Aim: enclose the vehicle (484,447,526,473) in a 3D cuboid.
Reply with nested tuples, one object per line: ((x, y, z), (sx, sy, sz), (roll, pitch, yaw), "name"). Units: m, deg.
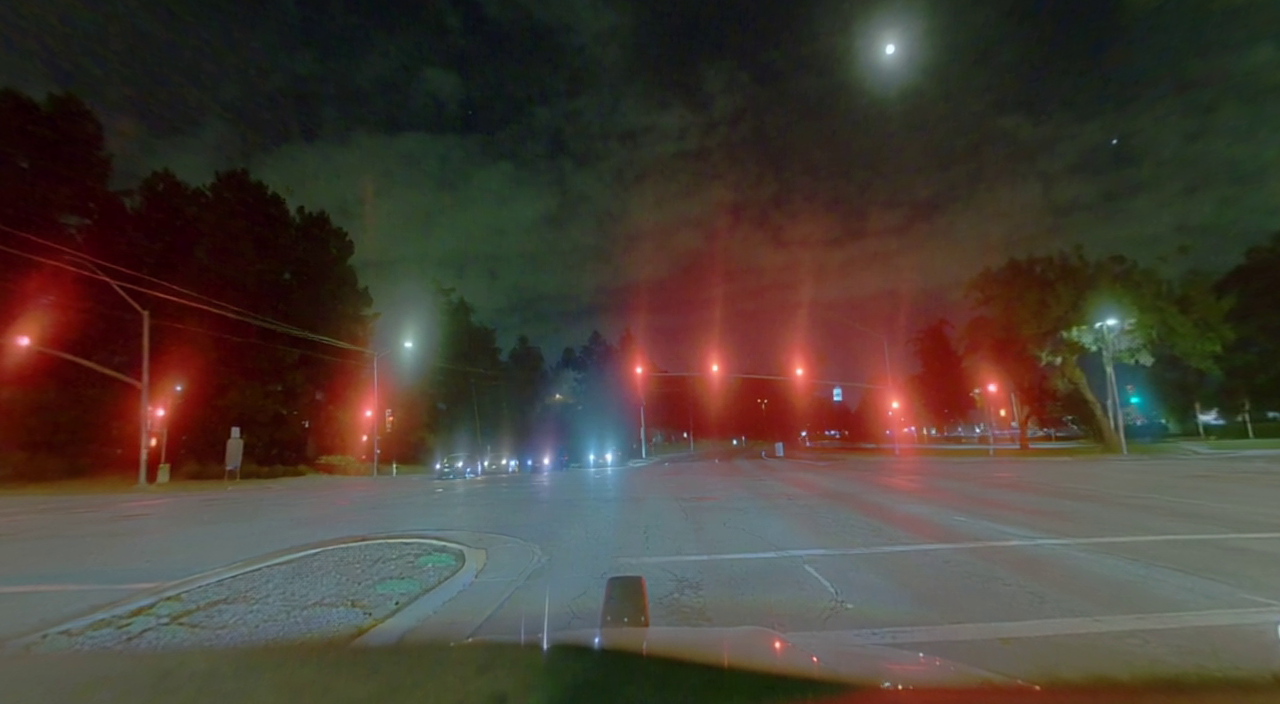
((-9.785, 7.836, 45.955), (2.064, 1.725, 4.243), (0, -9, 1), "vehicle")

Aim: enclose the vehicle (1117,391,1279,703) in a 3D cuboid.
((3.051, 0.617, 0.419), (1.978, 1.468, 4.544), (0, -9, 2), "vehicle")

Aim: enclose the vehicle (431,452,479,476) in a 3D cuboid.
((-13.406, 8.148, 45.987), (2.101, 1.637, 4.304), (0, -9, 1), "vehicle")

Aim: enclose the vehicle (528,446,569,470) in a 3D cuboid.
((-6.551, 7.606, 45.497), (2.126, 1.657, 4.307), (0, -9, 2), "vehicle")

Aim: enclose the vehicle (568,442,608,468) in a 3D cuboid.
((-3.582, 7.210, 44.304), (2.215, 1.732, 4.684), (-1, -9, 2), "vehicle")
